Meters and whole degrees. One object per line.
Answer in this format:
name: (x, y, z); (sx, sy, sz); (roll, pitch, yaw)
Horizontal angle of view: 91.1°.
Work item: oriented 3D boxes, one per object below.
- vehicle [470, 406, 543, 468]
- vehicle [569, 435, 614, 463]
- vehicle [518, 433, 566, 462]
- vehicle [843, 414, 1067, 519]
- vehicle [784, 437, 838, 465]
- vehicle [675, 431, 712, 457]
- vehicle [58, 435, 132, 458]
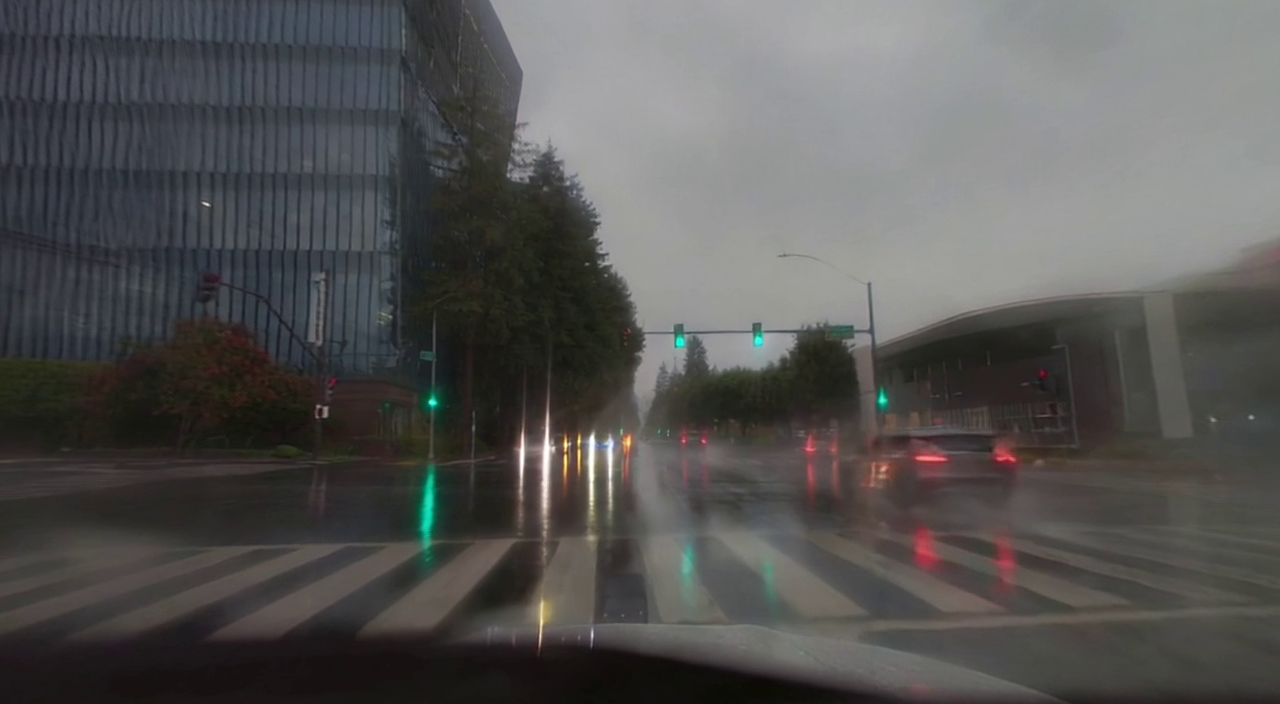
vehicle: (-9.195, 5.803, 44.311); (3.191, 3.314, 7.914); (-6, -2, 0)
vehicle: (-2.760, 5.686, 36.869); (2.147, 1.481, 4.331); (0, -8, 2)
vehicle: (-6.054, 5.988, 39.374); (2.182, 1.677, 4.384); (0, -8, 1)
vehicle: (6.030, 2.266, 12.926); (2.098, 1.723, 4.881); (0, -8, 1)
vehicle: (9.639, 5.612, 35.702); (1.860, 1.460, 4.379); (0, -8, 0)
vehicle: (3.858, 6.702, 45.829); (2.203, 1.801, 4.331); (0, -8, -1)
vehicle: (-35.515, 6.170, 41.018); (1.628, 1.448, 3.621); (1, -9, -2)
